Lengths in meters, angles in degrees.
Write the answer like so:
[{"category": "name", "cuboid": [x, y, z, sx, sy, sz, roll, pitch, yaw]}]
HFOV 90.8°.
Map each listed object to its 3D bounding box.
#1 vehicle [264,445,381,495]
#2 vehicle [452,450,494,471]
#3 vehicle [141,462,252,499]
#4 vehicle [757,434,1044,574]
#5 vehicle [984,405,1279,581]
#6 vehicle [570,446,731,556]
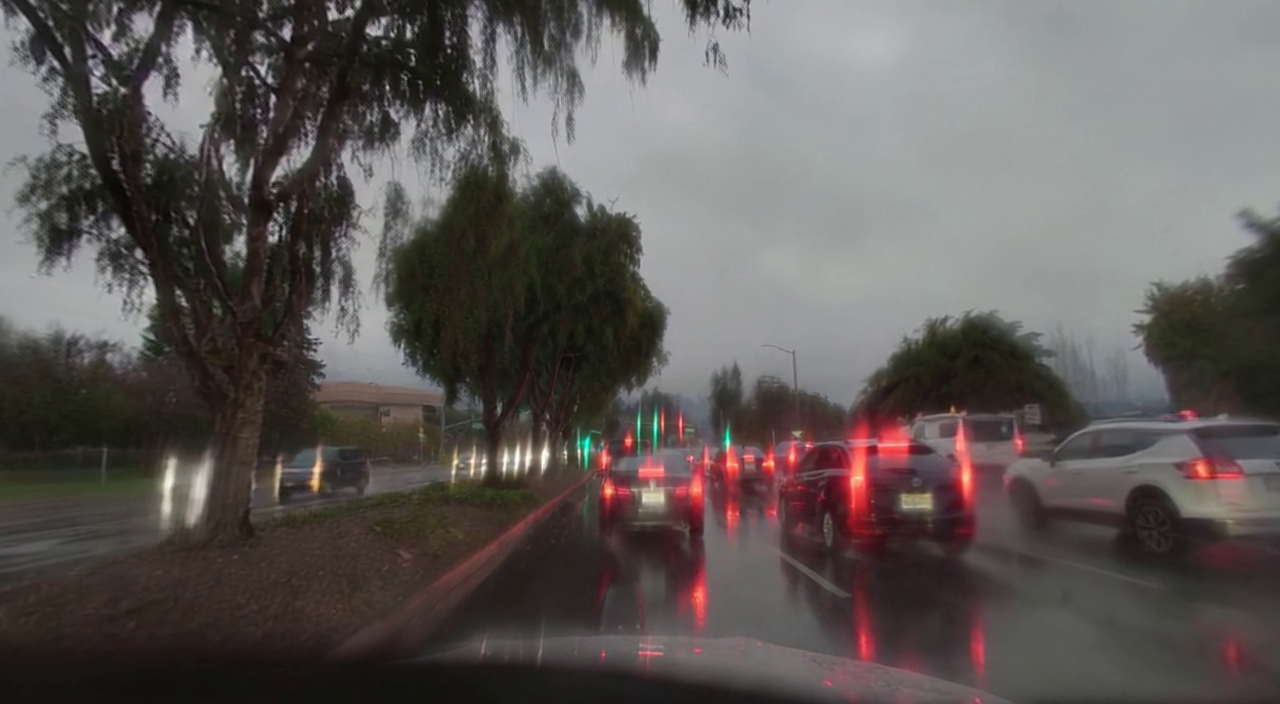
[{"category": "vehicle", "cuboid": [-11.644, 4.316, 23.589, 1.980, 1.675, 4.581, 0, -8, 0]}, {"category": "vehicle", "cuboid": [-12.473, 8.105, 47.422, 1.943, 1.467, 4.442, 0, -9, 0]}, {"category": "vehicle", "cuboid": [-18.434, 5.334, 26.524, 1.798, 1.333, 3.944, 0, -9, 0]}, {"category": "vehicle", "cuboid": [3.191, 1.970, 9.150, 1.970, 1.445, 4.974, 0, -8, -1]}, {"category": "vehicle", "cuboid": [6.910, 1.727, 8.536, 1.987, 1.730, 4.373, 0, -8, -1]}, {"category": "vehicle", "cuboid": [0.096, 2.154, 9.913, 1.990, 1.347, 4.067, 0, -8, -1]}]
